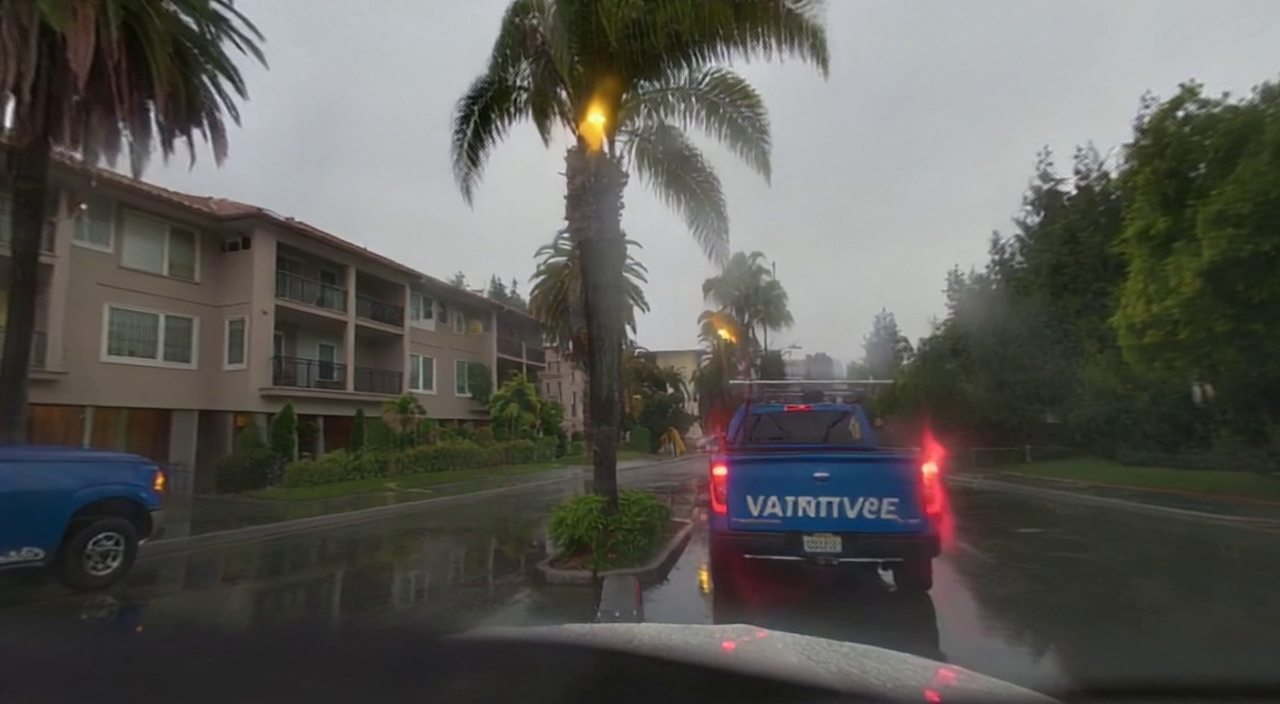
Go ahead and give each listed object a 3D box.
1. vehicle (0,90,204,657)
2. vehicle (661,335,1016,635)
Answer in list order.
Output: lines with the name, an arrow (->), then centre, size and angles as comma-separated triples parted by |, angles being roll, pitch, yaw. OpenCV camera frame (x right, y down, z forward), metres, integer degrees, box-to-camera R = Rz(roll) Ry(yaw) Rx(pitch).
vehicle -> -6.505, -0.405, 0.604 | 2.998, 3.659, 10.517 | -2, -9, 13
vehicle -> 1.731, 1.359, 7.484 | 2.418, 2.078, 5.866 | -1, -9, 7
